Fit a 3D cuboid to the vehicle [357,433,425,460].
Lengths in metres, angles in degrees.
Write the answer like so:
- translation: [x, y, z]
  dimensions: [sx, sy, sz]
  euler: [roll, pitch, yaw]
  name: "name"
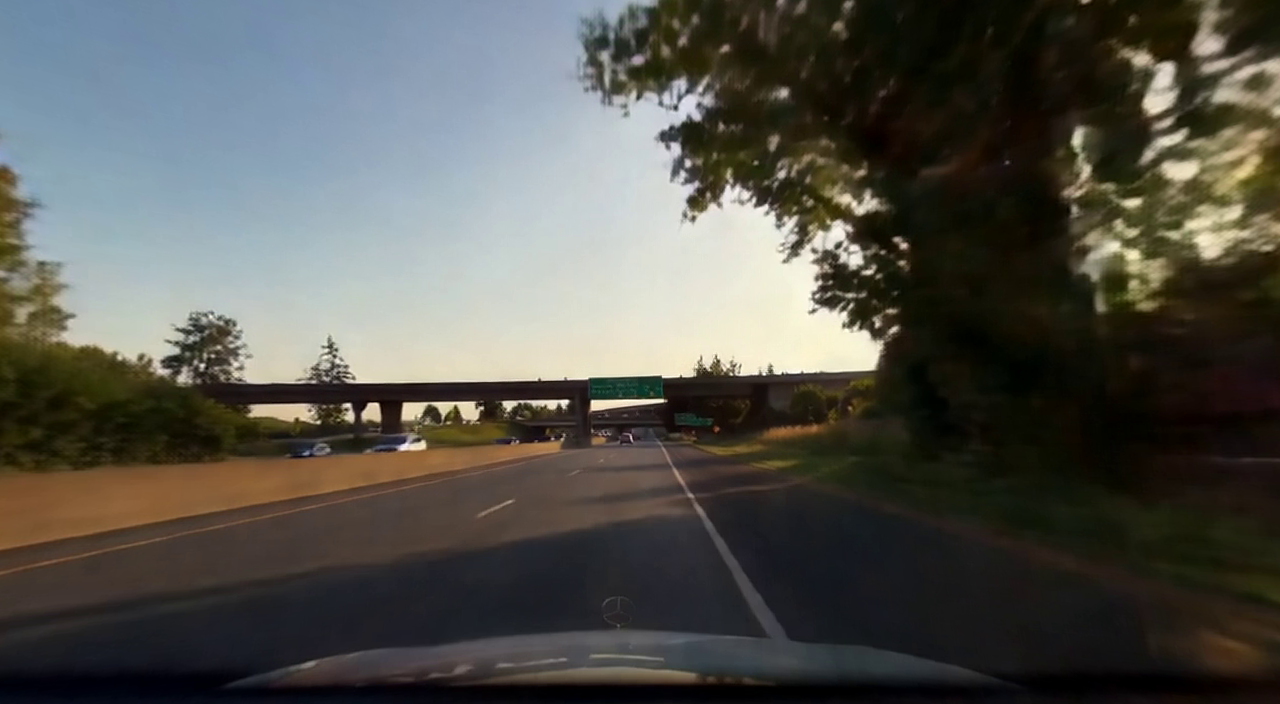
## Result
- translation: [-15.299, 5.799, 39.053]
  dimensions: [2.223, 1.560, 4.808]
  euler: [0, -8, 0]
  name: "vehicle"
